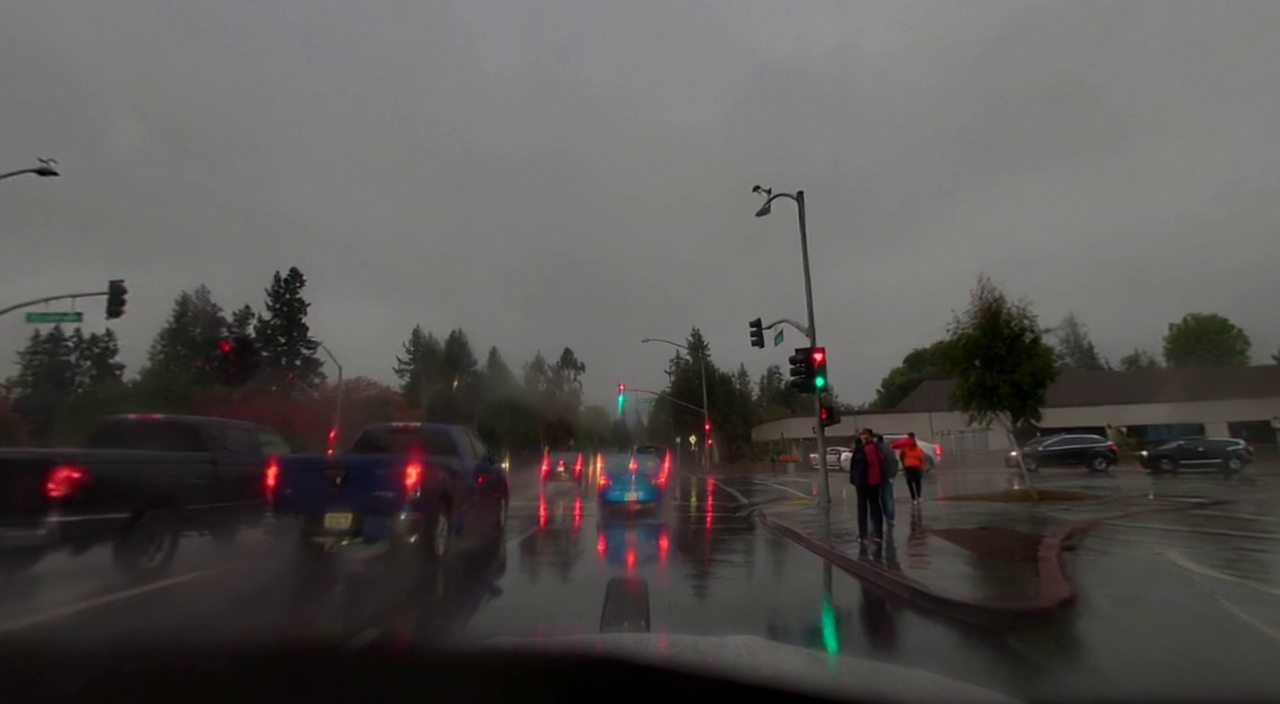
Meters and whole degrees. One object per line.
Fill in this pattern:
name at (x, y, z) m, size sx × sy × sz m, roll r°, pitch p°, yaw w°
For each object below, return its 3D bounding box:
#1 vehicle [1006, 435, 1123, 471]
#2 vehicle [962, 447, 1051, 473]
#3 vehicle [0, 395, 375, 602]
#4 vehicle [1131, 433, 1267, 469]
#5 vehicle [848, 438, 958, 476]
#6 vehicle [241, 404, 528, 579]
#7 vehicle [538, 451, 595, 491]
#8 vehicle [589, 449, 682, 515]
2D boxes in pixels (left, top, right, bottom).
vehicle at (22.201, 5.320, 33.101) m, size 4.529 × 1.786 × 2.110 m, roll -1°, pitch -9°, yaw 2°
vehicle at (21.406, 6.287, 36.909) m, size 3.983 × 1.443 × 1.831 m, roll 0°, pitch -9°, yaw 1°
vehicle at (-6.480, 1.899, 9.240) m, size 2.544 × 2.018 × 5.893 m, roll 0°, pitch -9°, yaw 1°
vehicle at (29.205, 5.193, 33.066) m, size 4.967 × 1.794 × 2.044 m, roll -1°, pitch -9°, yaw 3°
vehicle at (12.462, 5.018, 30.090) m, size 4.394 × 1.724 × 1.886 m, roll 0°, pitch -9°, yaw 1°
vehicle at (-3.330, 1.954, 9.675) m, size 2.202 × 1.961 × 4.980 m, roll 0°, pitch -9°, yaw 1°
vehicle at (-3.263, 5.410, 29.045) m, size 2.003 × 1.655 × 4.878 m, roll 0°, pitch -9°, yaw 0°
vehicle at (-0.062, 3.346, 16.797) m, size 2.144 × 1.497 × 4.446 m, roll 0°, pitch -9°, yaw 1°
